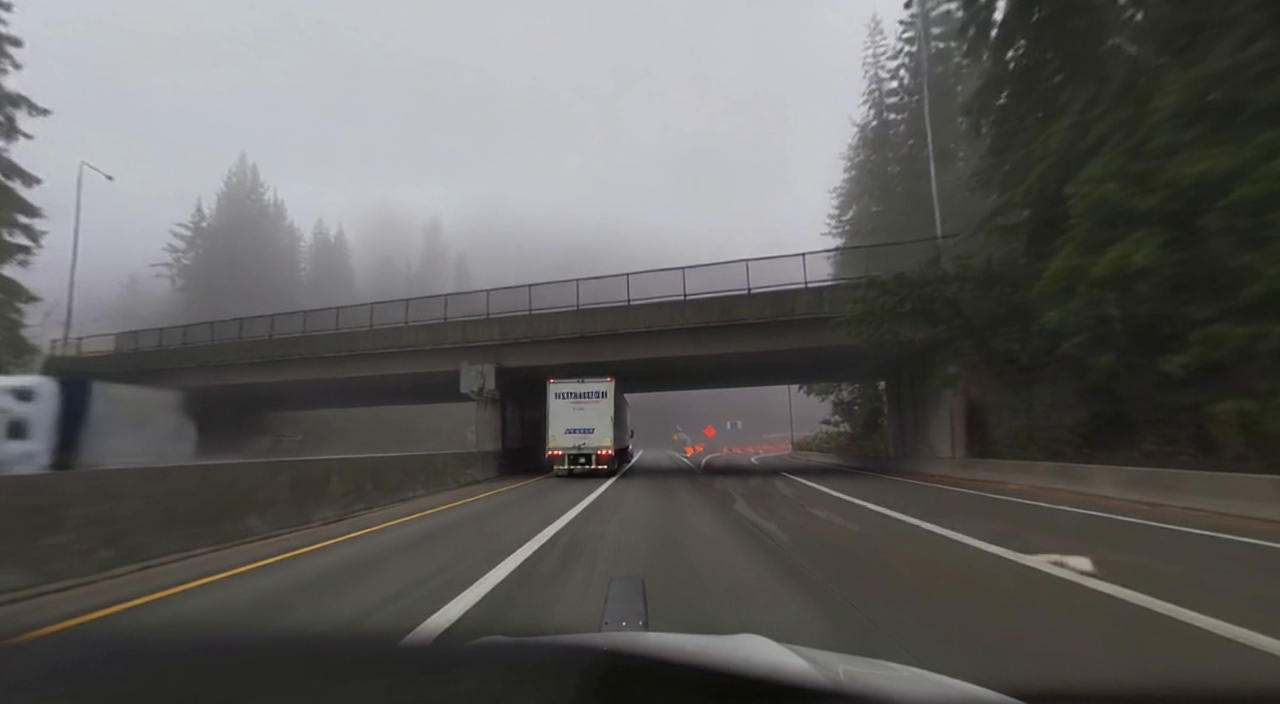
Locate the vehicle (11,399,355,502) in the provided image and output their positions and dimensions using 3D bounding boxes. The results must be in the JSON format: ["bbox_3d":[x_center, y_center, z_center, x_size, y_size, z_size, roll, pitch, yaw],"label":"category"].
[{"bbox_3d":[-16.803,3.984,26.031,2.796,3.007,15.010,0,-8,1],"label":"vehicle"}]

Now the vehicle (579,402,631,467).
[{"bbox_3d":[-2.290,5.920,44.610,2.845,4.049,10.214,0,-9,1],"label":"vehicle"}]

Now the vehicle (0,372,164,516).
[{"bbox_3d":[-16.914,2.335,15.996,2.971,3.438,8.346,0,-8,1],"label":"vehicle"}]
